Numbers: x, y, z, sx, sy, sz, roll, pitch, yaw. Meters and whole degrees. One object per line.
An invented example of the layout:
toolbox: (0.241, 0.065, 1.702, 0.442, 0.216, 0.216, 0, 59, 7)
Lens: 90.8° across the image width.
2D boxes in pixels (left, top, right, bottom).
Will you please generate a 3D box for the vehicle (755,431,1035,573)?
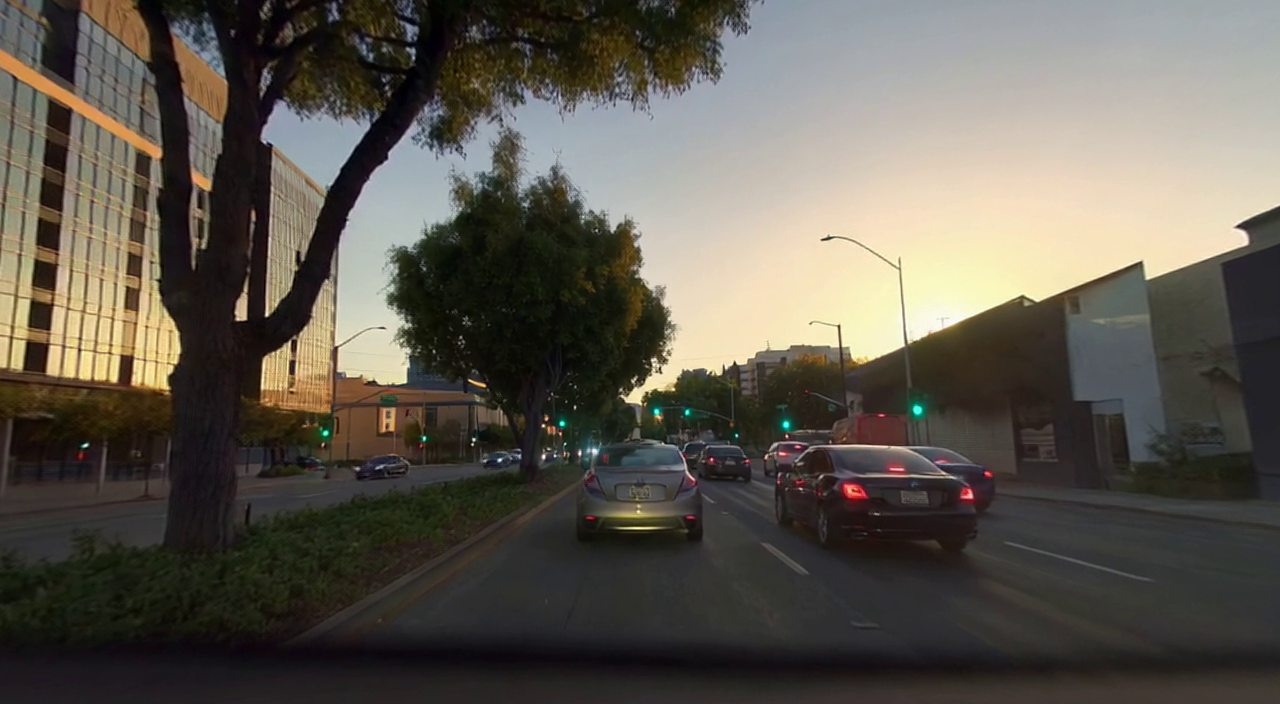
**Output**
vehicle: (3.126, 1.924, 9.022, 1.995, 1.483, 4.533, 0, -8, -2)

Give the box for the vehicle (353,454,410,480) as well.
vehicle: (-16.648, 7.393, 40.929, 1.864, 1.489, 4.346, 0, -8, 0)

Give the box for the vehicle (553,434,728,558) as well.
vehicle: (-0.043, 2.047, 9.745, 2.105, 1.474, 4.127, 0, -8, -1)
